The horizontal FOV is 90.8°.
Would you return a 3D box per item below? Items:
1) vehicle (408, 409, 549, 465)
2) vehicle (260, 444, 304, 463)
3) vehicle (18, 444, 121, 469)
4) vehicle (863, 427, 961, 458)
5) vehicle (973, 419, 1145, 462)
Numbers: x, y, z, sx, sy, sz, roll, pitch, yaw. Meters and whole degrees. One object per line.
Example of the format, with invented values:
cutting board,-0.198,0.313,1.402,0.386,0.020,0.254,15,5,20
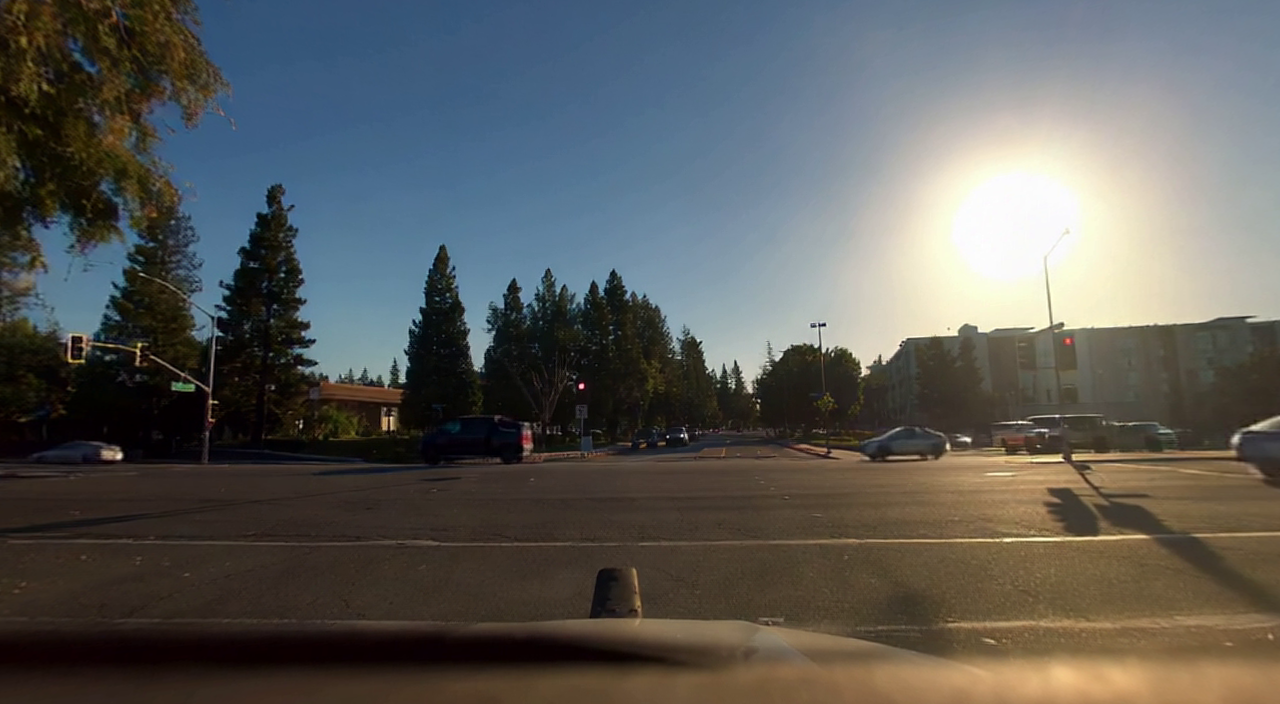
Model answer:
vehicle,-9.732,5.168,38.330,7.790,3.197,2.653,-2,-9,10
vehicle,-28.044,7.916,49.566,2.235,1.417,4.272,3,-9,-20
vehicle,-35.045,6.410,38.842,4.860,1.441,1.934,-2,-8,9
vehicle,14.381,4.834,33.657,4.370,1.592,1.886,-2,-9,10
vehicle,15.021,3.210,22.915,4.749,1.461,1.892,-1,-9,9
